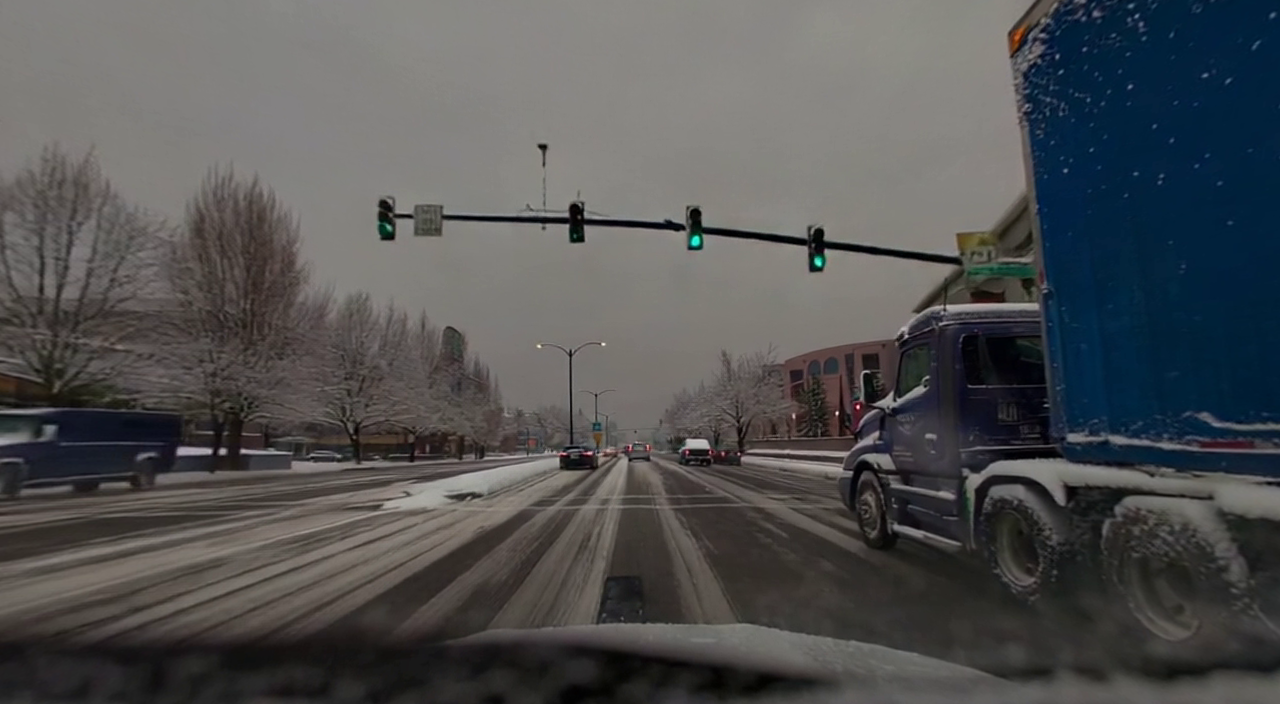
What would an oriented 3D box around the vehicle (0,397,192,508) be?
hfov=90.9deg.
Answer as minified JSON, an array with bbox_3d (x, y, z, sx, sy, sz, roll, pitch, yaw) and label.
[{"bbox_3d":[-18.087,3.136,19.941,2.473,2.894,7.075,0,-8,0],"label":"vehicle"}]

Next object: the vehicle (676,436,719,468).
[{"bbox_3d":[3.553,6.284,39.739,2.196,1.908,4.412,0,-8,-1],"label":"vehicle"}]

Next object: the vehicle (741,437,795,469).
[{"bbox_3d":[7.687,6.144,38.464,2.174,1.793,5.061,0,-8,-1],"label":"vehicle"}]

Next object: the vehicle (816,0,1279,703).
[{"bbox_3d":[3.865,-0.042,3.924,3.006,3.679,8.506,0,-8,0],"label":"vehicle"}]

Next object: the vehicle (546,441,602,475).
[{"bbox_3d":[-3.158,5.212,31.190,2.211,1.537,4.666,0,-8,1],"label":"vehicle"}]

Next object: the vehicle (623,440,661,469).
[{"bbox_3d":[0.112,6.381,39.585,2.276,1.704,3.925,0,-8,0],"label":"vehicle"}]
